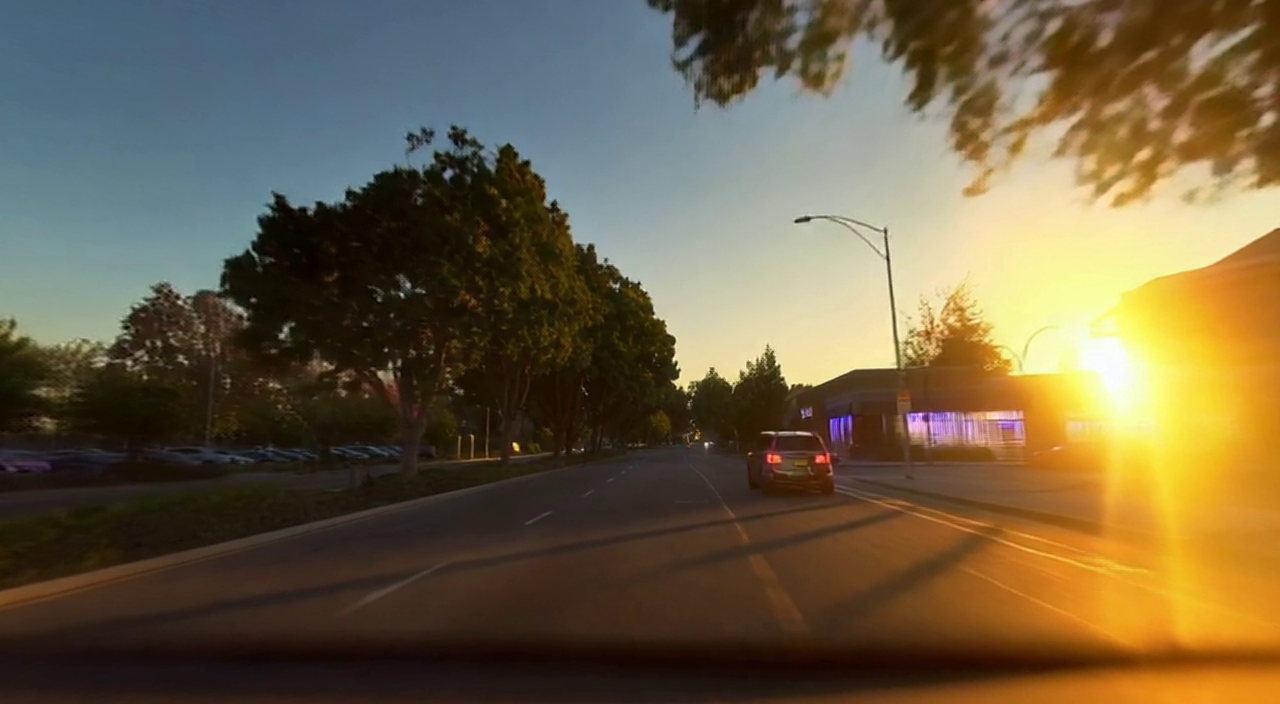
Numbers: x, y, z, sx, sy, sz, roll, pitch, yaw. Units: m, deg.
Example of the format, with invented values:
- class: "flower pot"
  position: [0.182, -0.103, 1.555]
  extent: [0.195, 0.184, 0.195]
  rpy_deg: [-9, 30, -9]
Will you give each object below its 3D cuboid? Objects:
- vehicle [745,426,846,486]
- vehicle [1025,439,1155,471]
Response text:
- class: "vehicle"
  position: [6.064, 3.904, 24.155]
  extent: [2.477, 1.991, 5.157]
  rpy_deg: [-4, -9, 28]
- class: "vehicle"
  position: [21.737, 4.991, 30.707]
  extent: [4.698, 1.465, 1.914]
  rpy_deg: [-1, -8, 7]
